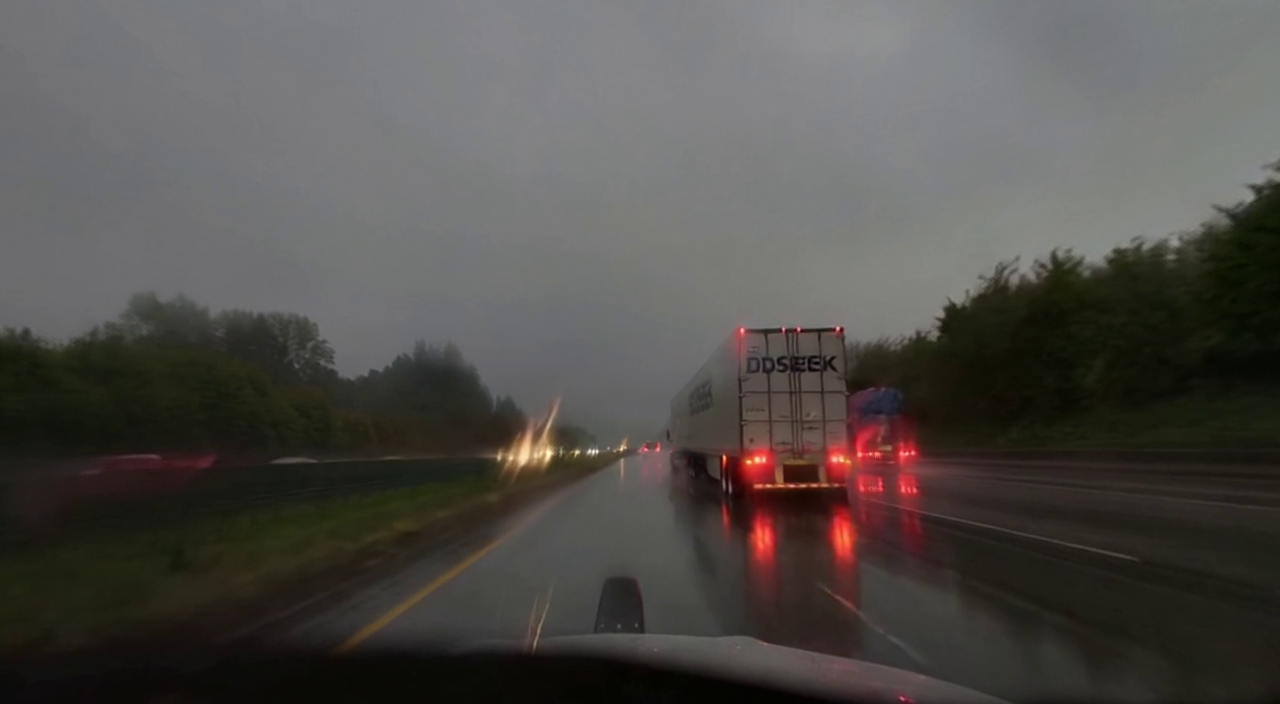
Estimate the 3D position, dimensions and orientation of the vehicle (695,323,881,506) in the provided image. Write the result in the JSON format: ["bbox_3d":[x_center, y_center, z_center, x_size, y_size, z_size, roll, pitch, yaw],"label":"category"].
[{"bbox_3d":[3.633,2.070,18.500,3.025,4.010,9.542,0,-9,0],"label":"vehicle"}]

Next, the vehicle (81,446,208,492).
[{"bbox_3d":[-29.981,7.060,38.286,2.205,2.500,6.257,-1,-9,5],"label":"vehicle"}]

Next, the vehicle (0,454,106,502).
[{"bbox_3d":[-27.457,5.626,28.262,2.059,1.950,4.866,-1,-9,7],"label":"vehicle"}]

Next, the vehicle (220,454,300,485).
[{"bbox_3d":[-21.827,6.746,36.245,1.882,1.581,4.199,-1,-9,2],"label":"vehicle"}]
